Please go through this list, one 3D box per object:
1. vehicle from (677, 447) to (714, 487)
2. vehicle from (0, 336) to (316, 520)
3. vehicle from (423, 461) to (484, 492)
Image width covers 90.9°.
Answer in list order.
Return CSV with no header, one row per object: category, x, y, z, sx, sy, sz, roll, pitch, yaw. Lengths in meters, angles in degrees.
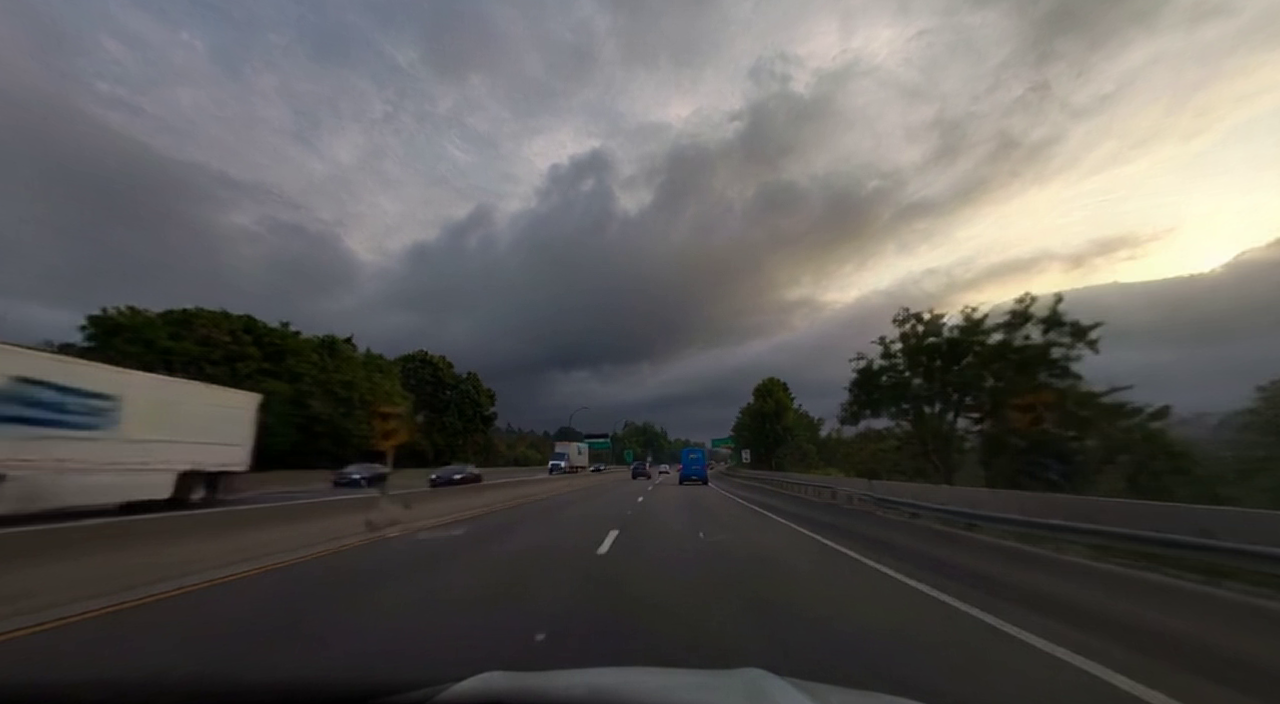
vehicle,3.829,8.128,44.562,2.366,2.595,5.793,0,-11,3
vehicle,-14.922,2.634,19.348,2.961,3.965,11.561,1,-10,4
vehicle,-10.172,6.826,34.632,1.907,1.528,4.108,0,-11,2
